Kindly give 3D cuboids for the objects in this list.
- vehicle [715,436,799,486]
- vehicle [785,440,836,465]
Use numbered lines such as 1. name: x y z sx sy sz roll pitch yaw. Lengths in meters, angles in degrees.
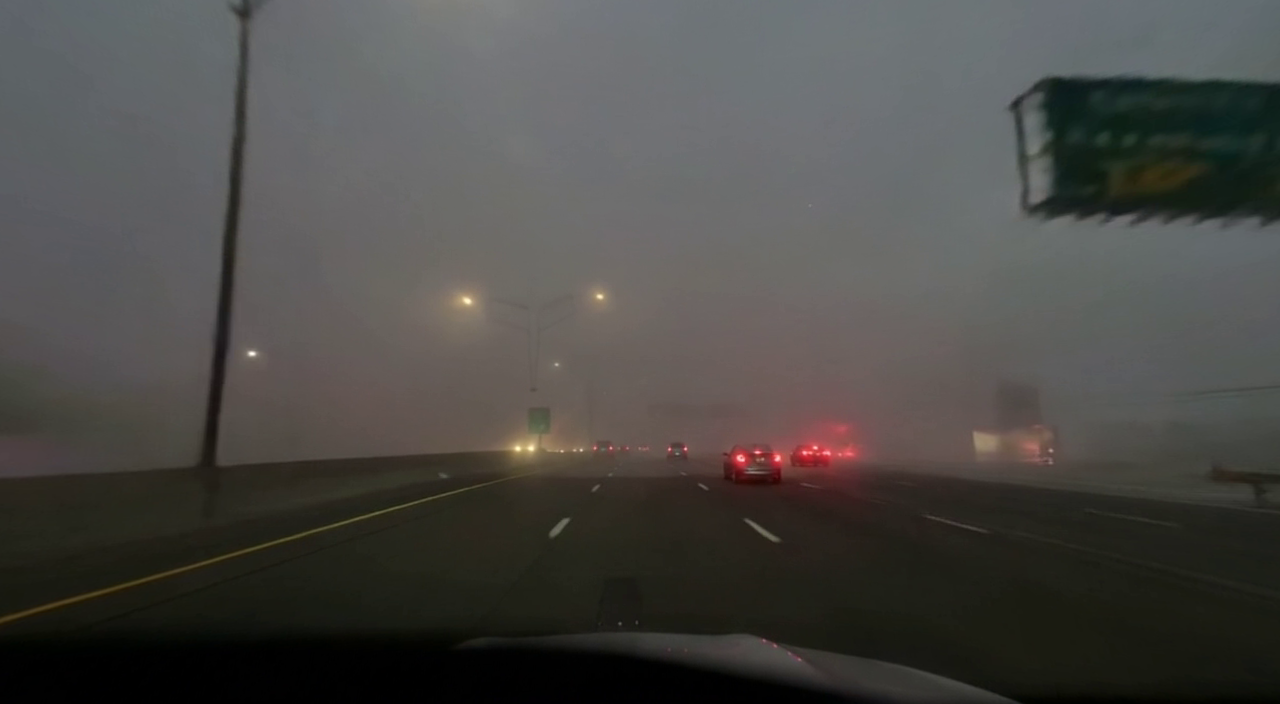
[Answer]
1. vehicle: 3.840 3.647 21.480 1.961 1.504 4.094 0 -8 -1
2. vehicle: 11.104 6.571 41.468 2.019 1.529 4.385 0 -8 -1
